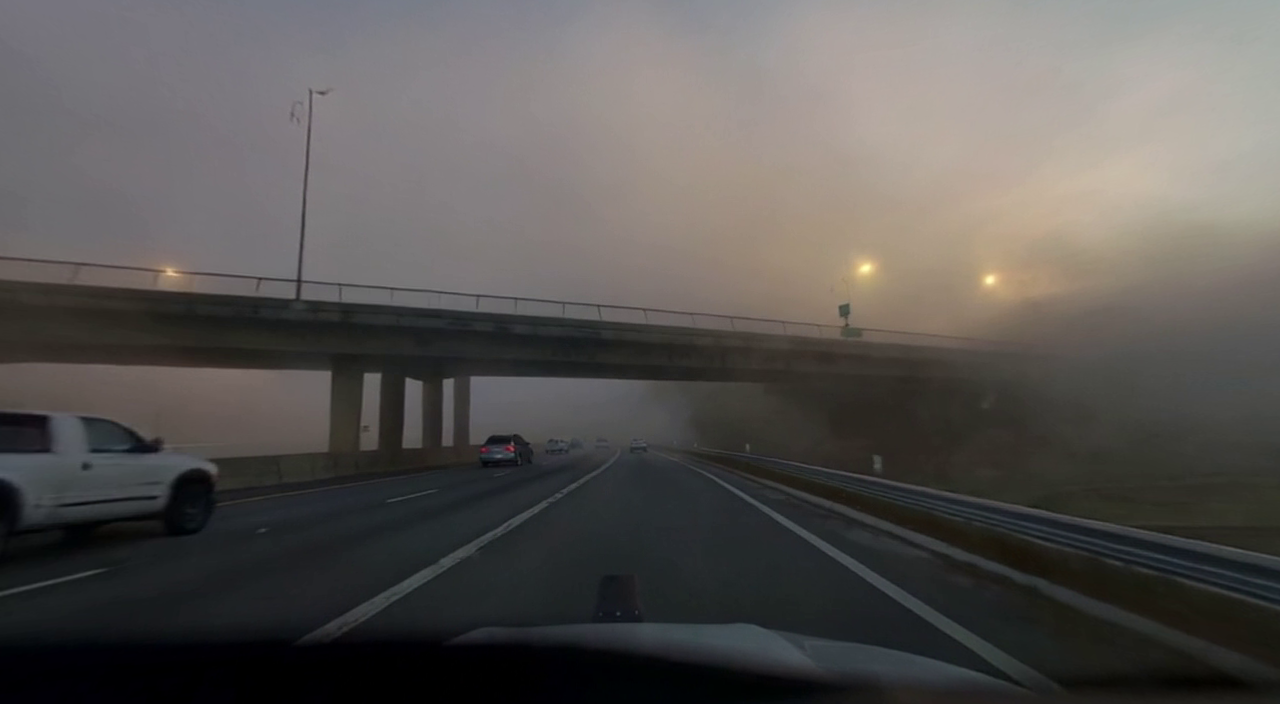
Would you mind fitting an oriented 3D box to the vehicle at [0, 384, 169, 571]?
[{"bbox_3d":[-7.660,1.256,6.211,2.188,1.896,4.810,0,-8,1],"label":"vehicle"}]

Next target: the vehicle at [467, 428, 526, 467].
[{"bbox_3d":[-7.426,4.964,33.014,1.956,1.888,4.512,0,-8,1],"label":"vehicle"}]
